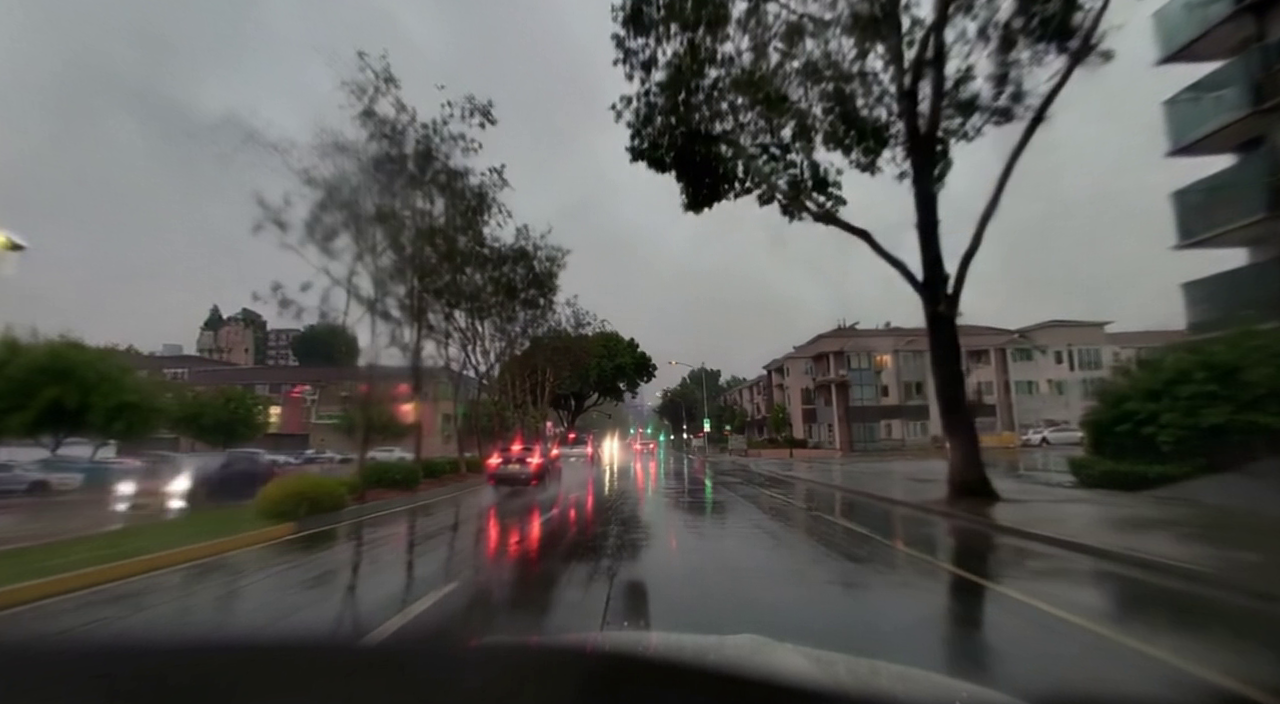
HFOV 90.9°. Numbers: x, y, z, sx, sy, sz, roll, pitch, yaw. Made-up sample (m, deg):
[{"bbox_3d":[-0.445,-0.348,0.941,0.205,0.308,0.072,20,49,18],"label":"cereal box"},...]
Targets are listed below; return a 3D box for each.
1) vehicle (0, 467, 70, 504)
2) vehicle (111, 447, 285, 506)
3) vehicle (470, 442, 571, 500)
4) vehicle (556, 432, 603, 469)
[{"bbox_3d":[-28.116,5.873,27.871,3.891,1.483,1.884,0,-9,0],"label":"vehicle"},{"bbox_3d":[-13.868,3.887,20.240,2.036,1.649,4.664,-1,-9,3],"label":"vehicle"},{"bbox_3d":[-3.157,3.240,17.596,1.959,1.406,4.272,0,-9,0],"label":"vehicle"},{"bbox_3d":[-3.333,5.580,35.812,2.152,1.987,4.527,0,-9,1],"label":"vehicle"}]
